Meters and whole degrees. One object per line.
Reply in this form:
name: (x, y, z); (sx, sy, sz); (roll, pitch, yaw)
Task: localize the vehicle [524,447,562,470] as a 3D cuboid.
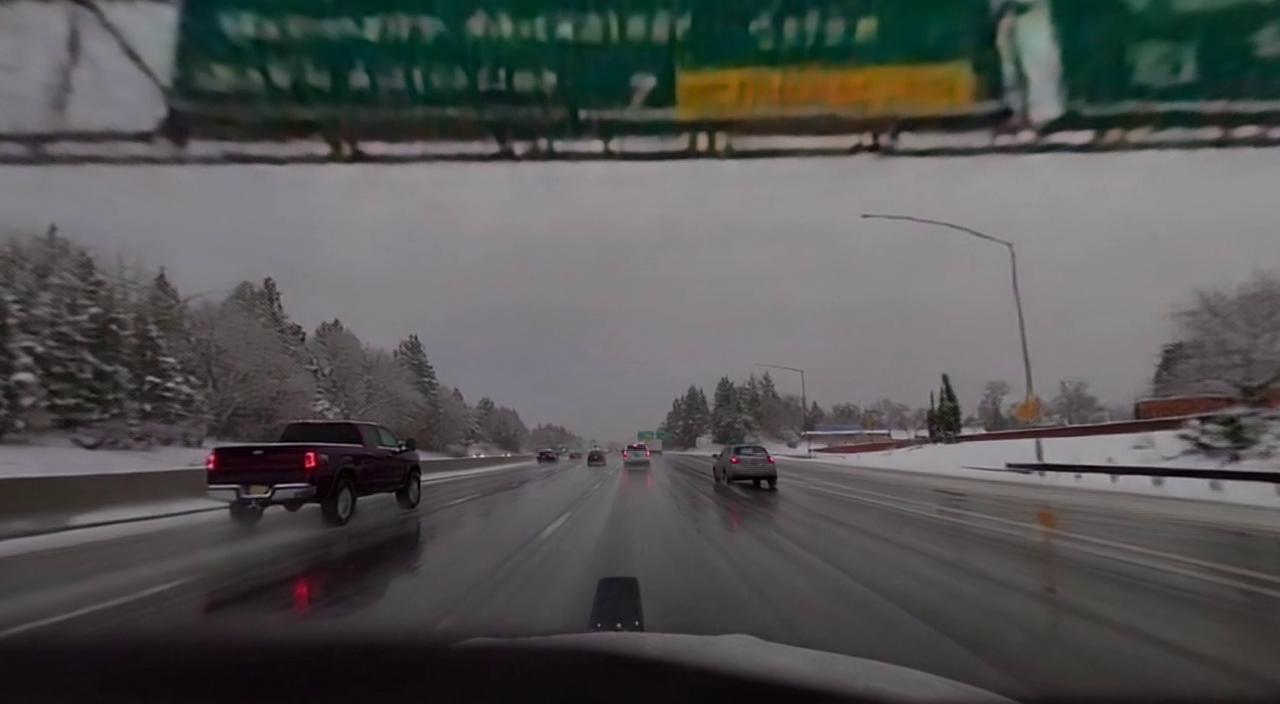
vehicle: (-6.711, 7.403, 44.129); (1.920, 1.482, 4.385); (0, -8, 0)

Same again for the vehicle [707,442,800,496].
vehicle: (3.369, 3.556, 19.605); (2.011, 1.462, 4.286); (0, -8, -1)

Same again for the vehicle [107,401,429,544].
vehicle: (-6.324, 2.165, 12.117); (2.444, 2.012, 6.122); (0, -8, 0)

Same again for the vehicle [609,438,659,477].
vehicle: (-0.292, 5.282, 32.001); (2.323, 1.805, 4.729); (0, -8, 0)
